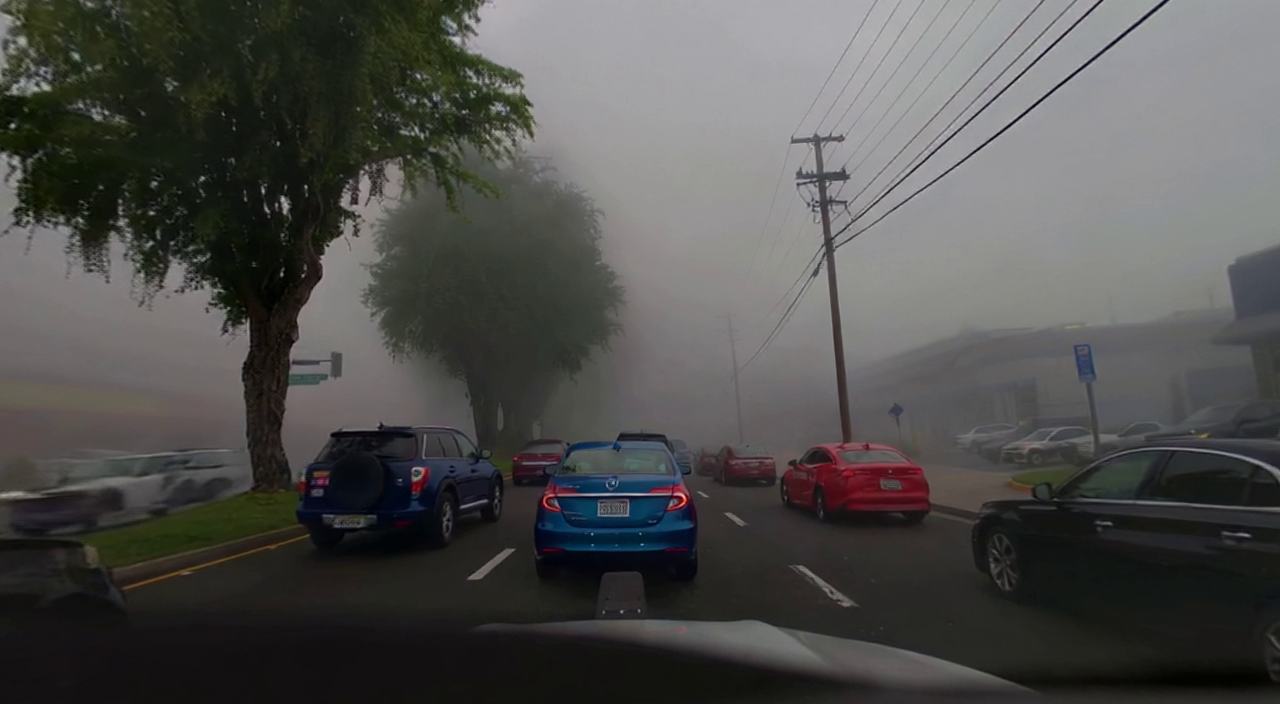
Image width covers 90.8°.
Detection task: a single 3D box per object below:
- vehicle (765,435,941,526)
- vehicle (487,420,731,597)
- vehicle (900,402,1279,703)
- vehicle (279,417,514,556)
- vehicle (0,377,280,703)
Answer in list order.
[{"bbox_3d":[3.934,2.446,12.594,1.909,1.473,4.361,0,-9,-1],"label":"vehicle"},{"bbox_3d":[-0.313,1.637,7.422,2.097,1.511,3.809,0,-9,-2],"label":"vehicle"},{"bbox_3d":[3.666,1.190,4.189,1.929,1.479,4.723,0,-9,1],"label":"vehicle"},{"bbox_3d":[-3.414,1.972,9.942,1.979,1.697,4.254,0,-9,0],"label":"vehicle"},{"bbox_3d":[-2.865,0.693,0.954,1.984,1.496,4.530,0,-9,0],"label":"vehicle"}]
